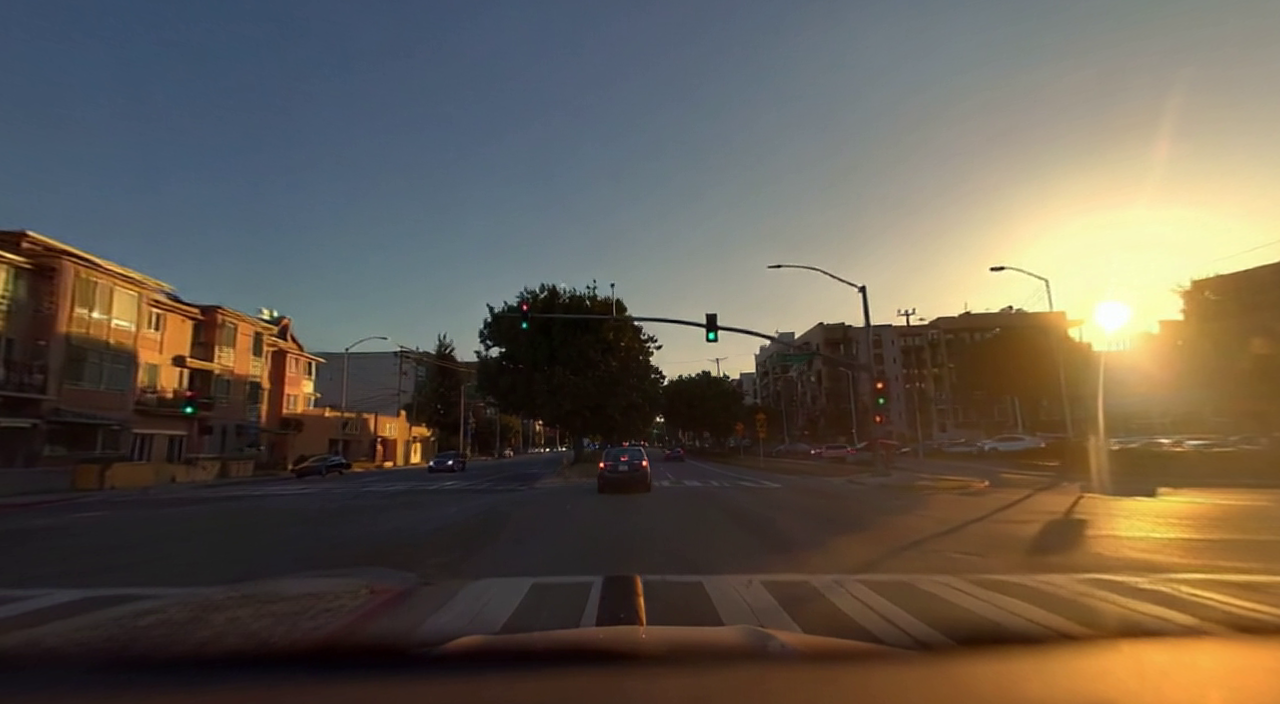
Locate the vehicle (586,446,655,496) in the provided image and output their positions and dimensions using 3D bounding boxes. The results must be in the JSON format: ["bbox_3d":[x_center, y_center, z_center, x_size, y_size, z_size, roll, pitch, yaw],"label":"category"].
[{"bbox_3d":[-0.581,3.789,20.476,2.010,1.447,4.121,0,-9,-1],"label":"vehicle"}]

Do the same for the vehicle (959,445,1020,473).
[{"bbox_3d":[19.767,6.001,35.494,1.932,1.430,4.203,-8,-12,43],"label":"vehicle"}]

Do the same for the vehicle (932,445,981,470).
[{"bbox_3d":[19.803,6.548,39.323,1.717,1.444,3.788,-8,-11,41],"label":"vehicle"}]

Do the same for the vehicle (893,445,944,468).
[{"bbox_3d":[18.941,7.049,42.688,1.900,1.490,4.238,-8,-12,41],"label":"vehicle"}]

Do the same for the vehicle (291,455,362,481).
[{"bbox_3d":[-19.536,7.225,39.474,2.018,1.468,4.768,0,-9,0],"label":"vehicle"}]

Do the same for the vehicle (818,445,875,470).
[{"bbox_3d":[12.665,6.473,38.861,1.849,1.429,4.335,0,-9,-3],"label":"vehicle"}]
